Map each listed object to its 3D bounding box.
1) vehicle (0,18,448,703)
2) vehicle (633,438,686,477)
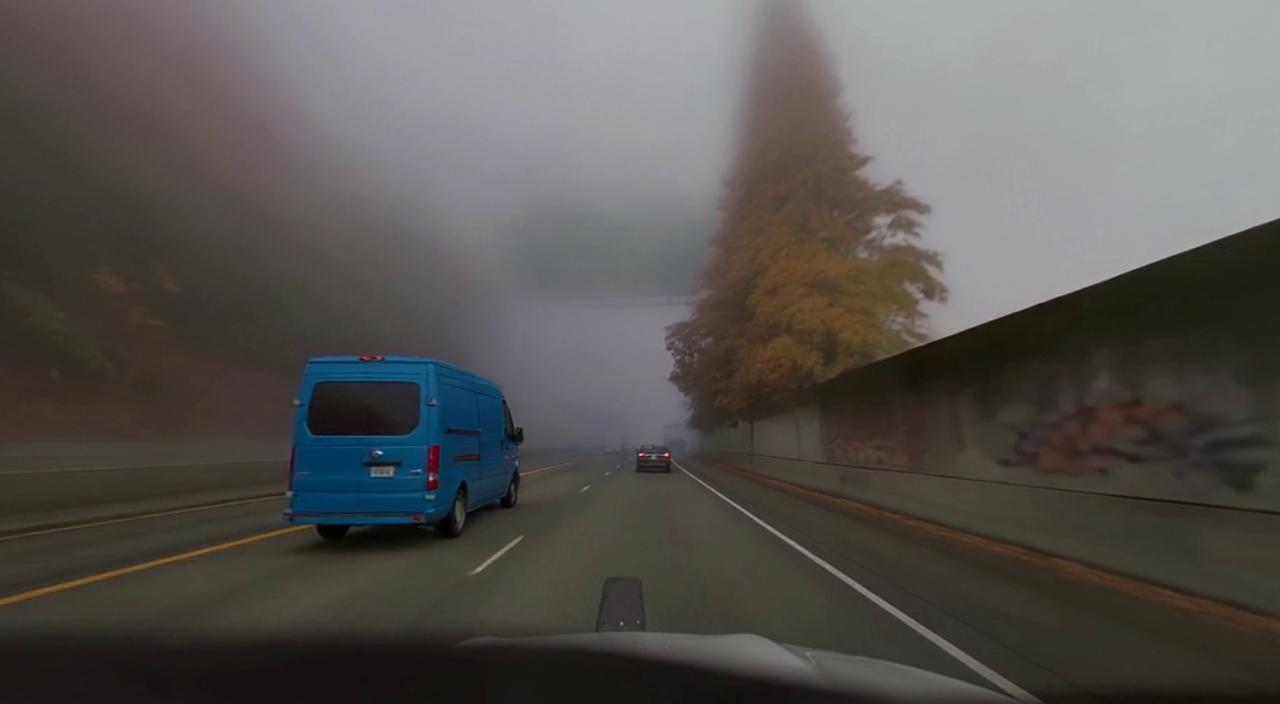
[{"bbox_3d":[-3.421,0.444,4.731,2.334,2.769,5.087,0,-8,-1],"label":"vehicle"},{"bbox_3d":[0.783,4.356,26.323,2.071,1.487,3.948,0,-8,1],"label":"vehicle"}]
